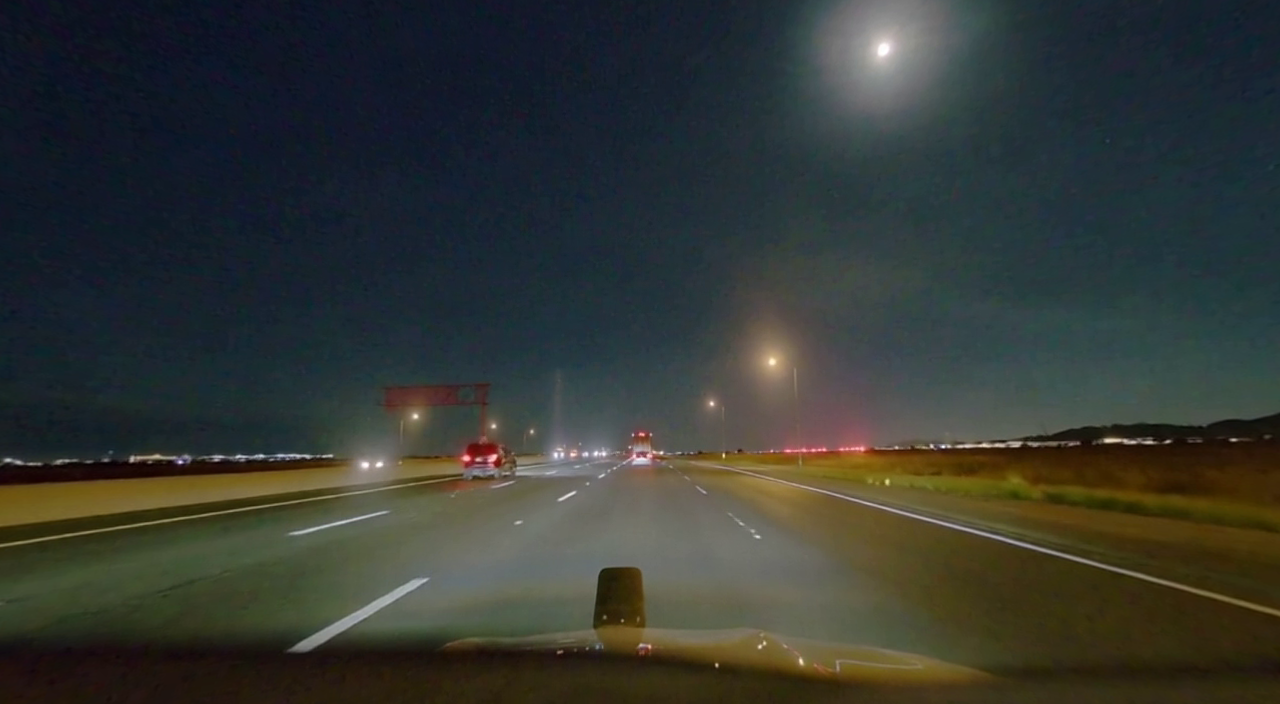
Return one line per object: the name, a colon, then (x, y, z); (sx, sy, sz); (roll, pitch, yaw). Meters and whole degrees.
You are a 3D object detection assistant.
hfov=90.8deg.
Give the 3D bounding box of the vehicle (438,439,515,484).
vehicle: (-7.182, 4.873, 28.301); (2.052, 1.817, 4.744); (0, -9, 1)
